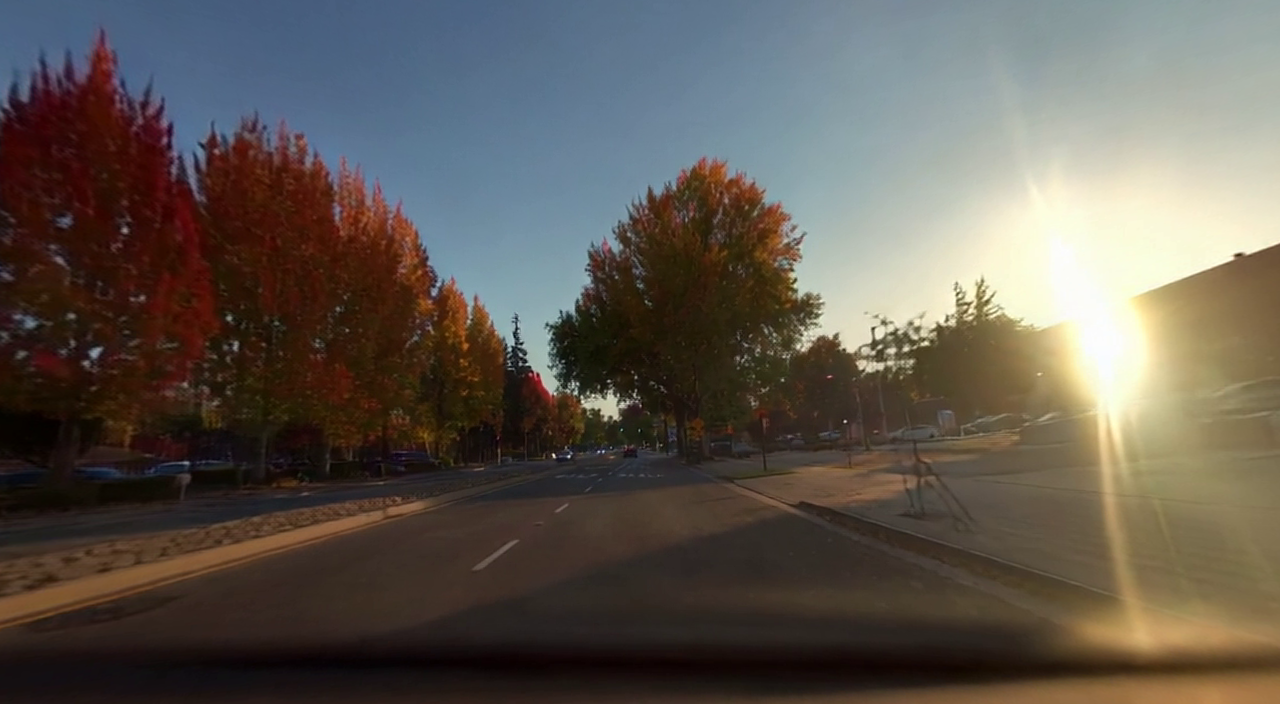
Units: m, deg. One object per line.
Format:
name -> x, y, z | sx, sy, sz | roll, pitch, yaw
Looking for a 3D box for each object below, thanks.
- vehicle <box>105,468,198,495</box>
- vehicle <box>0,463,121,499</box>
vehicle -> -27.942, 7.387, 35.954 | 3.844, 1.448, 1.746 | 0, -9, 1
vehicle -> -28.380, 6.236, 30.503 | 4.552, 1.576, 2.005 | 0, -9, 2
